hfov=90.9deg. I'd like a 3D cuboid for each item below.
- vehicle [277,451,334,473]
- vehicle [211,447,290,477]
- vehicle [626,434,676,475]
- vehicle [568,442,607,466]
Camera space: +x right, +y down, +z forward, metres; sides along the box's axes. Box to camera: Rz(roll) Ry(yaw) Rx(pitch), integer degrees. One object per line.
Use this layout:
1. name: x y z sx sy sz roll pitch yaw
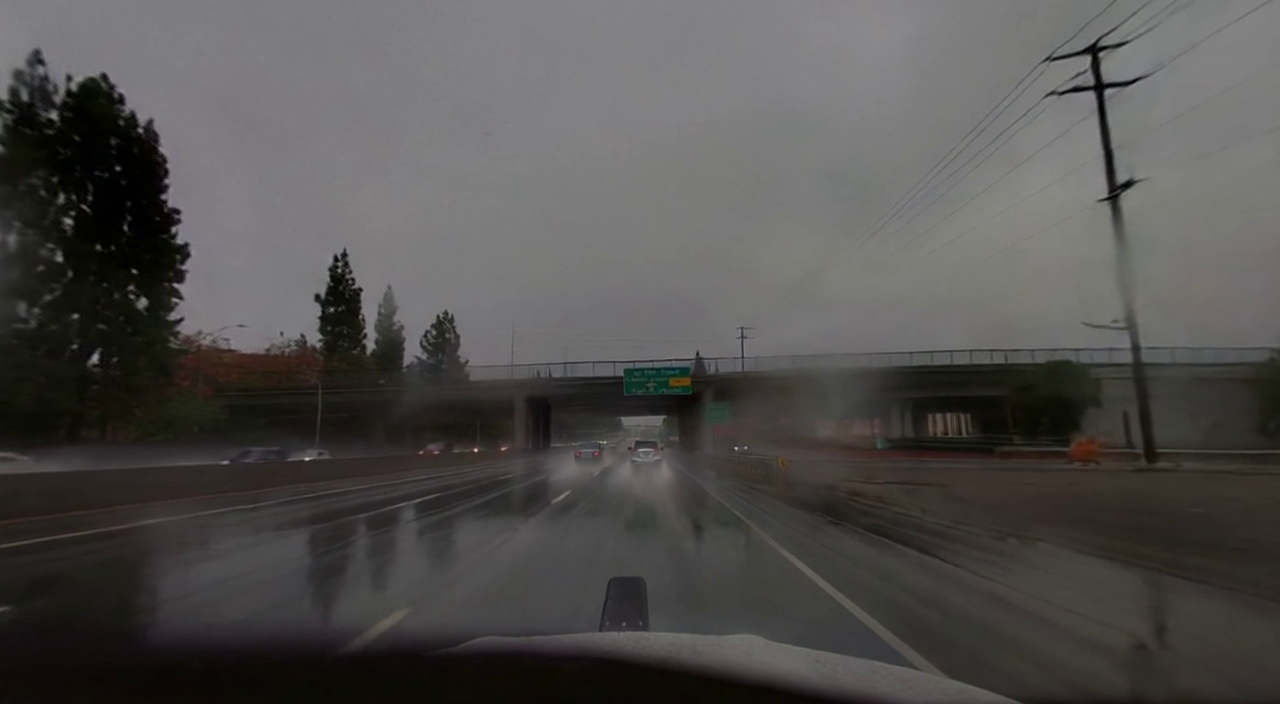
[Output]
1. vehicle: -25.008 8.216 47.370 1.801 1.466 4.527 0 -8 0
2. vehicle: -21.798 6.159 35.458 1.915 1.541 3.976 0 -8 -1
3. vehicle: 0.477 4.654 28.897 2.152 1.697 4.066 0 -8 0
4. vehicle: -3.329 6.563 40.880 2.056 1.464 4.564 0 -8 1
